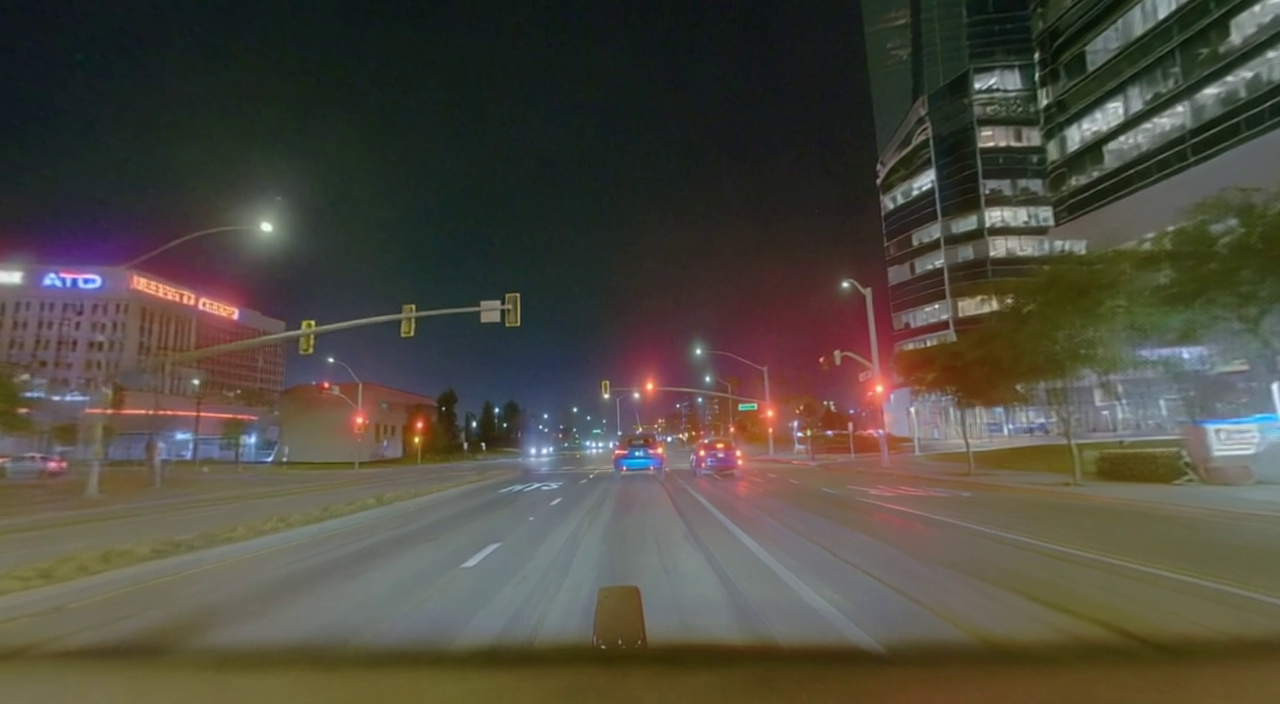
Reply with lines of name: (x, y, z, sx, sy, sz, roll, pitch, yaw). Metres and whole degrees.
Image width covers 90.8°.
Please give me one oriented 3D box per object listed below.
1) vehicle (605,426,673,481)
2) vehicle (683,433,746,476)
vehicle: (-0.121, 3.968, 24.865, 2.413, 1.939, 4.716, 0, -8, -2)
vehicle: (3.203, 4.519, 28.129, 2.107, 1.736, 4.228, 0, -9, -2)
